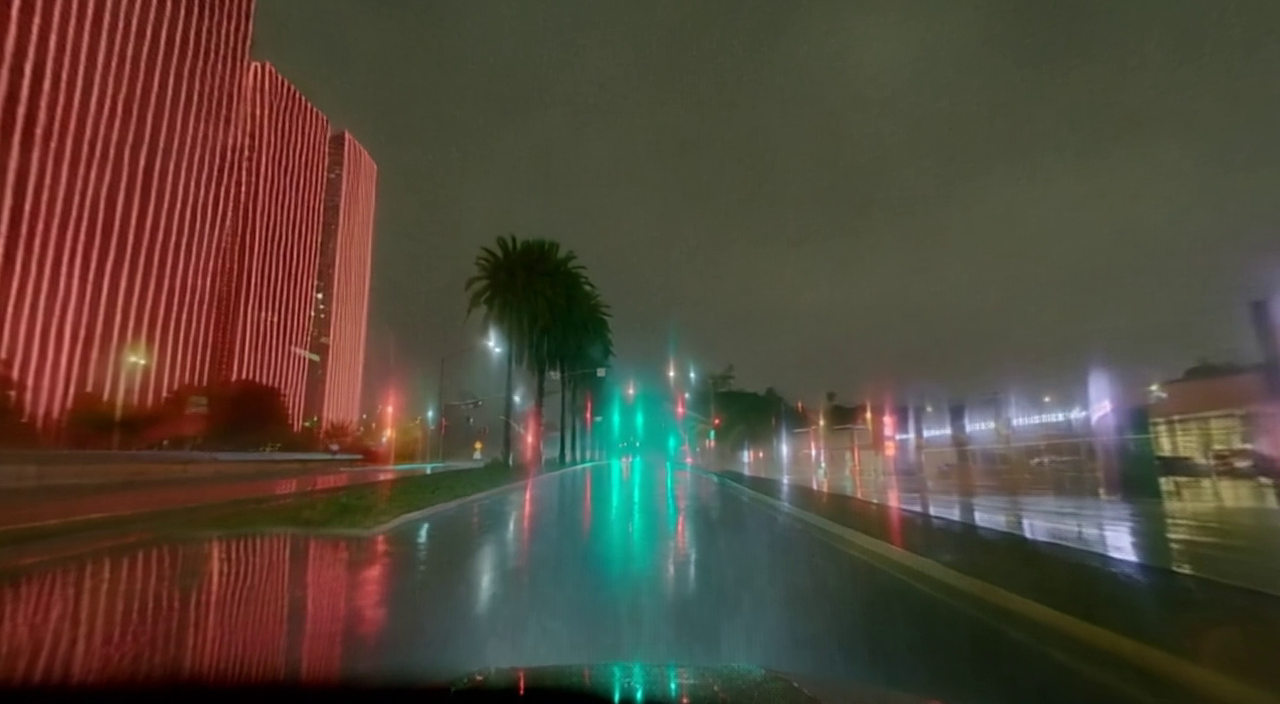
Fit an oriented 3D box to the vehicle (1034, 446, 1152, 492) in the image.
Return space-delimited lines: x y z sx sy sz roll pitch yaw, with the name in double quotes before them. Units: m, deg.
"vehicle" 28.318 7.482 39.771 2.599 2.380 6.013 1 -15 -3
